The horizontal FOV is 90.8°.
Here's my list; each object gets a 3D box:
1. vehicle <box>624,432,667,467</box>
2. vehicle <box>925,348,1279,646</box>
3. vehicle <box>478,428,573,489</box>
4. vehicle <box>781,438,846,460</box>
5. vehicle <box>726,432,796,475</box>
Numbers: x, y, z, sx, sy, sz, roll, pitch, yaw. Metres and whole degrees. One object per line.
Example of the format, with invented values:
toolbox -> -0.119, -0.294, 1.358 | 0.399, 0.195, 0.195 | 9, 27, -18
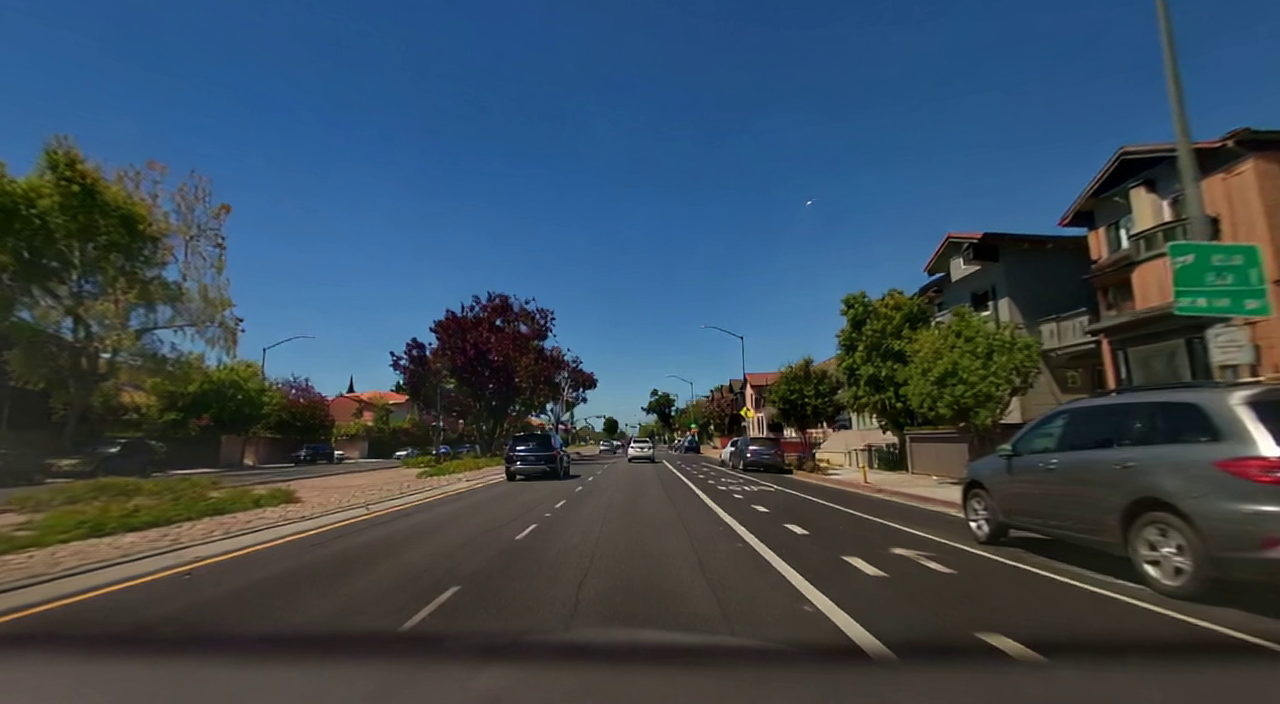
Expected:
vehicle -> 0.301, 5.609, 36.315 | 2.273, 1.851, 5.075 | 0, -9, 0
vehicle -> 5.590, 1.319, 6.484 | 2.473, 2.021, 5.883 | 0, -9, -1
vehicle -> -3.628, 3.499, 20.971 | 2.233, 1.775, 4.491 | 0, -9, 1
vehicle -> 13.343, 7.497, 48.737 | 4.443, 1.631, 1.947 | 0, -9, -3
vehicle -> 5.725, 4.886, 30.673 | 2.217, 1.874, 5.660 | 0, -9, 0
